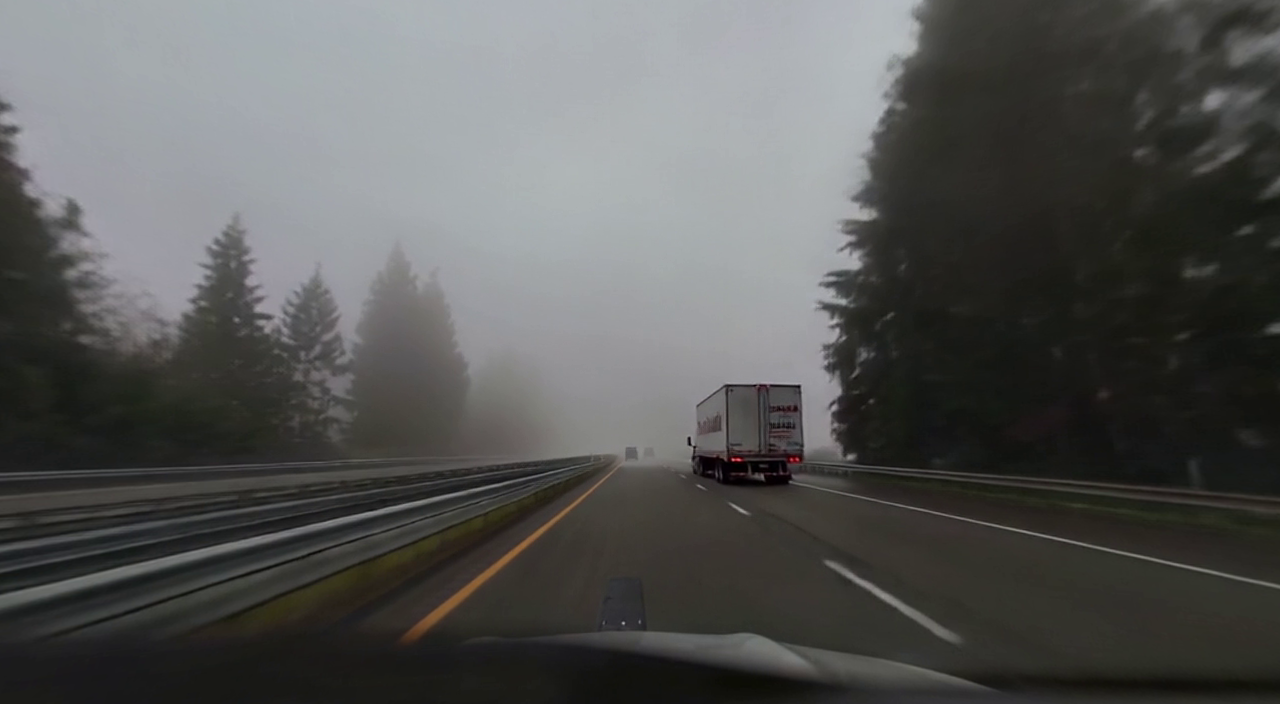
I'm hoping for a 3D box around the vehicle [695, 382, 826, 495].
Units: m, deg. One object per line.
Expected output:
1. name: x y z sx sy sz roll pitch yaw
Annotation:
1. vehicle: 4.175 3.526 25.042 2.876 3.419 11.591 0 -9 0
